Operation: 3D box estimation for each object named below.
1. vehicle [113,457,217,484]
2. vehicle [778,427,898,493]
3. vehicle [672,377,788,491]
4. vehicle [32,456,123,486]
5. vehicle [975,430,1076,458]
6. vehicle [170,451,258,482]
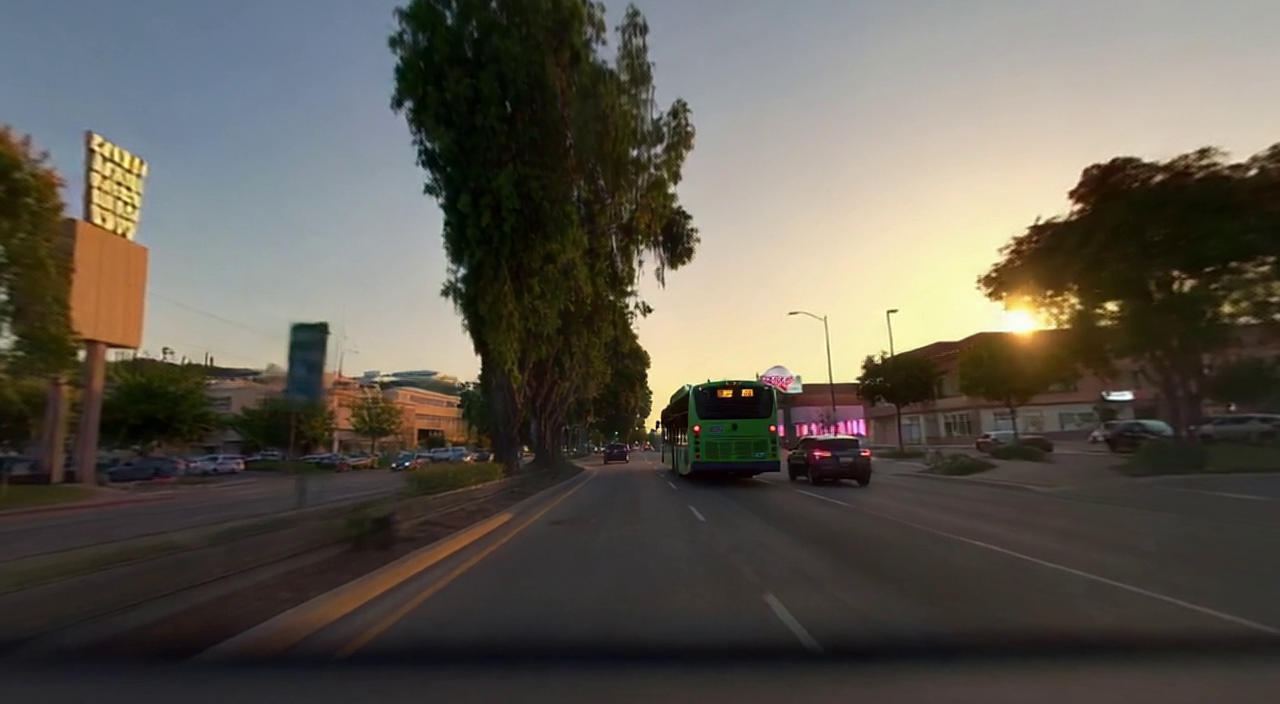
[{"bbox_3d":[-30.980,7.734,41.382,2.314,1.487,5.898,0,-9,-1],"label":"vehicle"},{"bbox_3d":[5.950,3.311,19.646,2.129,1.754,4.668,0,-8,-1],"label":"vehicle"},{"bbox_3d":[2.850,3.058,22.969,2.766,3.306,9.281,0,-8,0],"label":"vehicle"},{"bbox_3d":[-36.809,7.765,41.347,1.941,1.761,4.272,-1,-8,1],"label":"vehicle"},{"bbox_3d":[21.750,5.203,35.605,4.589,1.480,1.979,1,-9,-10],"label":"vehicle"},{"bbox_3d":[-28.326,7.594,42.062,2.181,1.901,5.196,0,-8,1],"label":"vehicle"}]
